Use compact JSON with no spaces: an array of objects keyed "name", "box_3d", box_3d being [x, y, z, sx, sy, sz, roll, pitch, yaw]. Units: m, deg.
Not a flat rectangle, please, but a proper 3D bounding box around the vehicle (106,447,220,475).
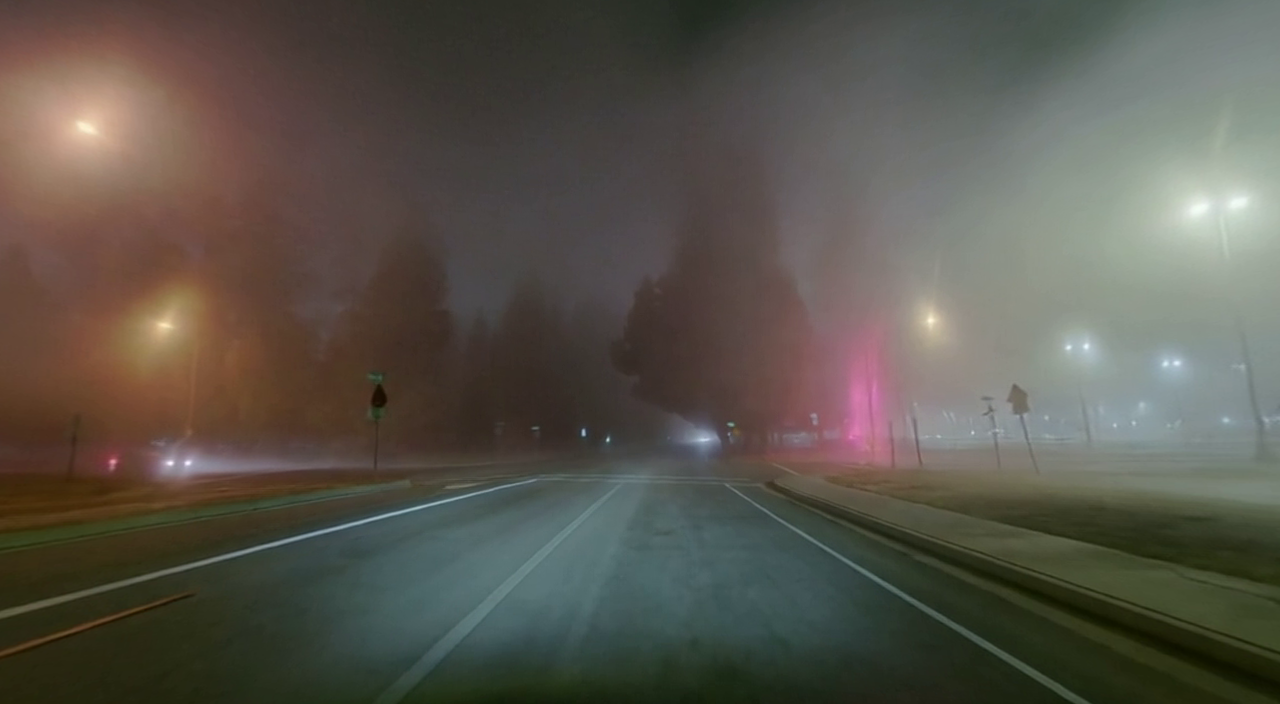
[{"name":"vehicle","box_3d":[-26.455,6.019,35.042,4.935,1.476,2.141,-2,-8,9]}]
